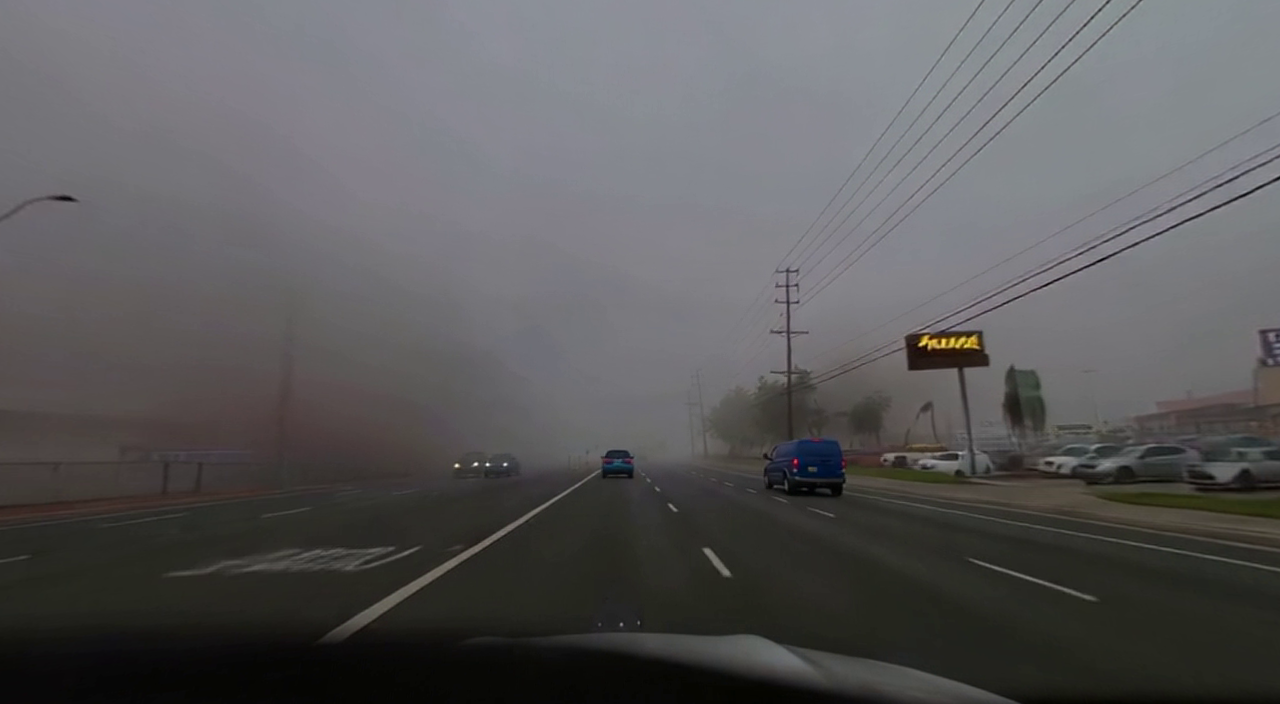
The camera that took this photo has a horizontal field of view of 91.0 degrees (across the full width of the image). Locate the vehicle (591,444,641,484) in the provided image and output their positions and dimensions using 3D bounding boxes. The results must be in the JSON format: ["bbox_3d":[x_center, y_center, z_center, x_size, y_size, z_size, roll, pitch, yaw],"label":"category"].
[{"bbox_3d":[-1.043,5.089,28.795,2.138,1.672,4.168,0,-9,-1],"label":"vehicle"}]

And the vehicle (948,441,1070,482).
[{"bbox_3d":[17.011,5.047,29.190,4.323,1.466,1.878,-5,-8,0],"label":"vehicle"}]

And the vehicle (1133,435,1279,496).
[{"bbox_3d":[17.492,3.337,18.709,3.986,1.480,1.861,-4,-9,-1],"label":"vehicle"}]

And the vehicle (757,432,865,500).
[{"bbox_3d":[5.328,3.626,20.338,2.107,1.928,4.471,0,-9,-1],"label":"vehicle"}]
